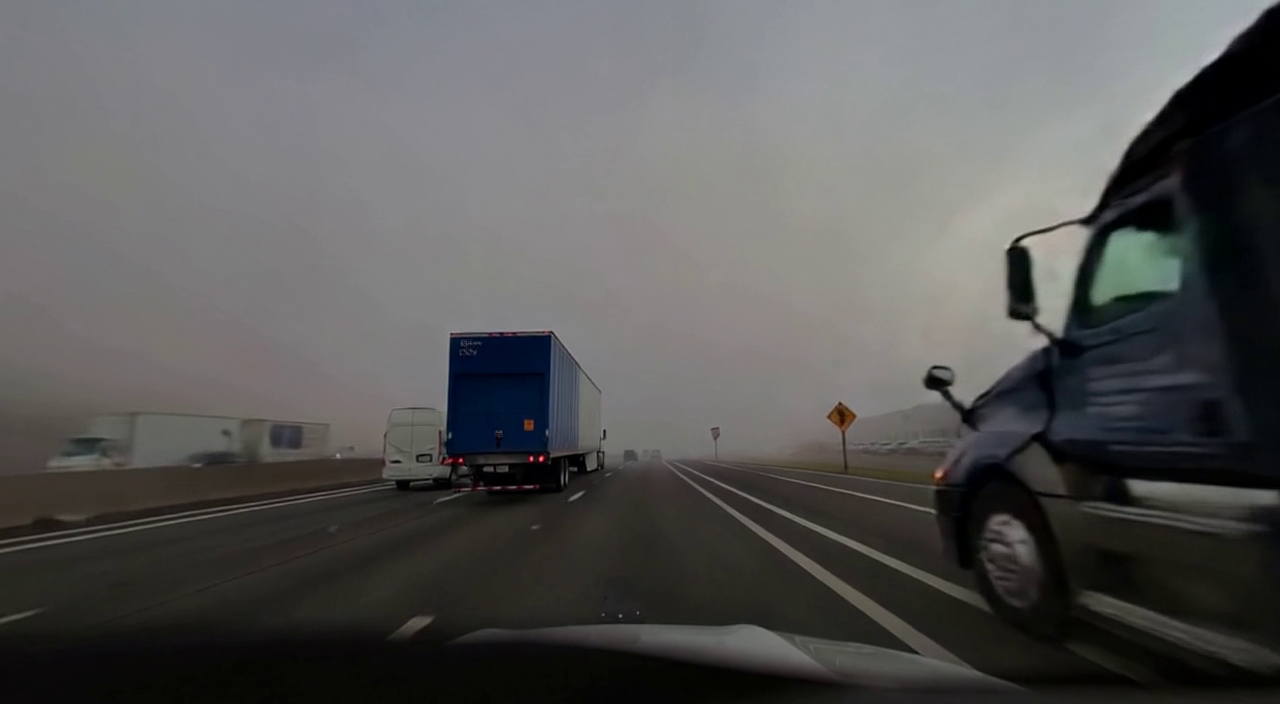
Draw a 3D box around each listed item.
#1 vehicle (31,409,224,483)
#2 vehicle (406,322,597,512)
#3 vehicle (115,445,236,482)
[{"bbox_3d":[-30.713,5.789,38.826,2.999,3.908,10.302,0,-9,1],"label":"vehicle"},{"bbox_3d":[-3.547,2.630,21.917,2.939,4.132,16.303,-1,-9,0],"label":"vehicle"},{"bbox_3d":[-27.314,6.548,37.554,2.465,2.000,6.296,0,-9,0],"label":"vehicle"}]
